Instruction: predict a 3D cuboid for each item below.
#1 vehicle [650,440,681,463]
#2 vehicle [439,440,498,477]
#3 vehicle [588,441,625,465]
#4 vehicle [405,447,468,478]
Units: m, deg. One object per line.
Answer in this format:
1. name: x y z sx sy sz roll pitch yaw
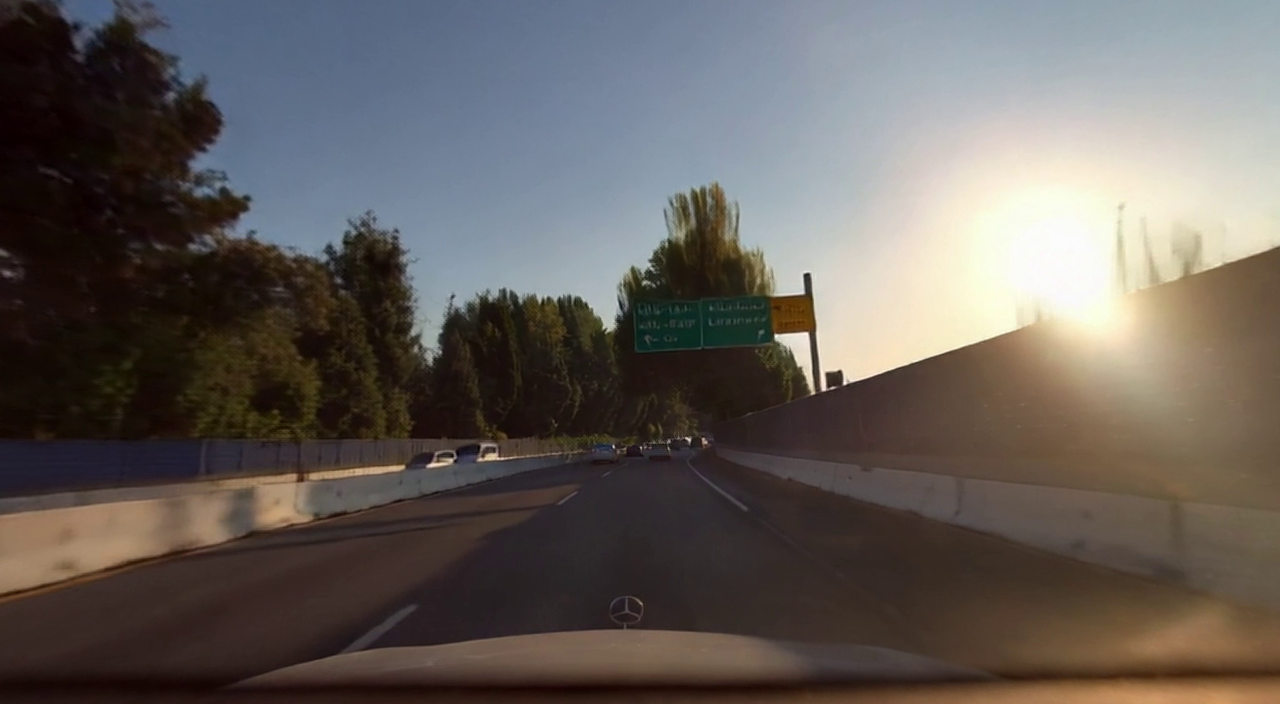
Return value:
1. vehicle: 1.870 7.137 45.311 2.077 1.533 3.854 -1 -8 3
2. vehicle: -12.865 8.002 47.623 2.577 2.627 5.306 -1 -8 4
3. vehicle: -2.138 6.565 41.140 1.985 1.518 3.847 -1 -8 4
4. vehicle: -13.363 7.275 41.766 2.085 1.879 5.421 -1 -8 3
